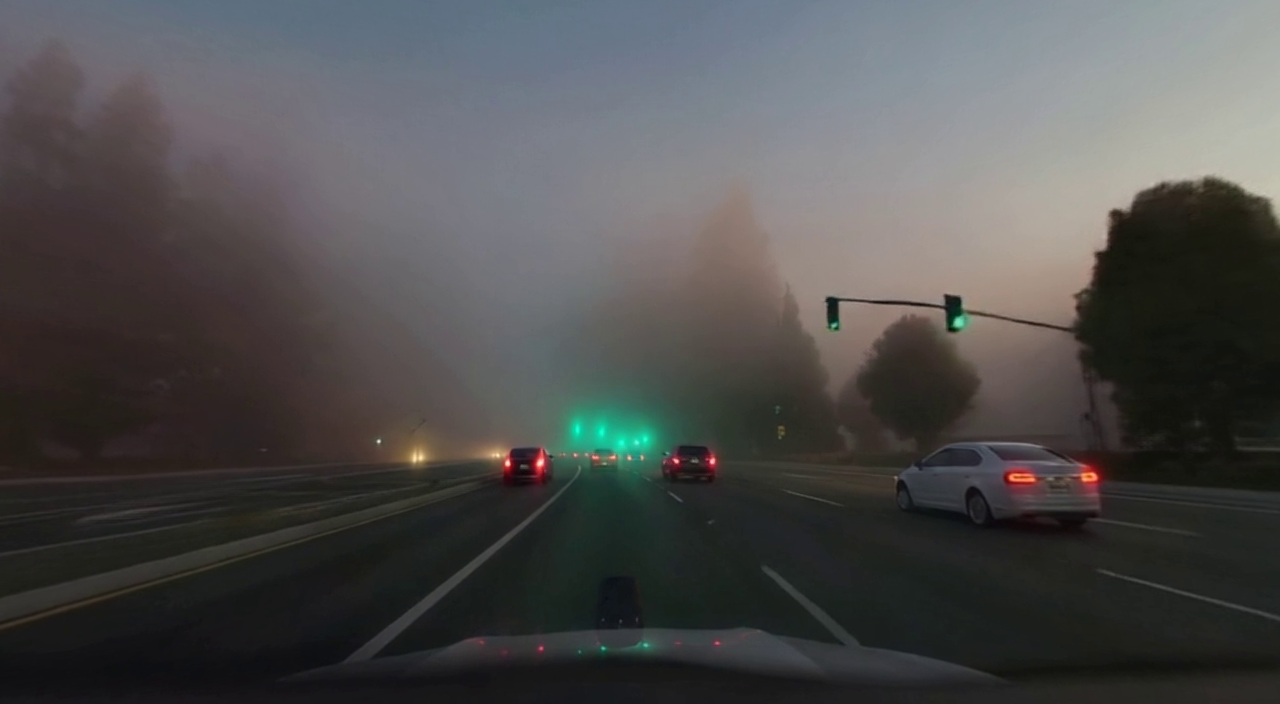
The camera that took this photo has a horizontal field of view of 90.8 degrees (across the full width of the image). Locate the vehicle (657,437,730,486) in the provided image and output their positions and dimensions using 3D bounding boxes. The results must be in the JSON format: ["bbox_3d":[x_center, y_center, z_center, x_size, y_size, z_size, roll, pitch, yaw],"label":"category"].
[{"bbox_3d":[1.976,4.235,24.724,2.161,1.716,4.194,1,-8,-4],"label":"vehicle"}]

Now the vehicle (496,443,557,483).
[{"bbox_3d":[-5.025,4.964,28.567,2.172,1.671,4.175,0,-8,-3],"label":"vehicle"}]

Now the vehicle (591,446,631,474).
[{"bbox_3d":[-1.776,6.366,37.517,2.155,1.486,4.403,1,-8,-5],"label":"vehicle"}]

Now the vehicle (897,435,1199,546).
[{"bbox_3d":[6.172,2.114,10.364,1.945,1.408,4.288,0,-8,-3],"label":"vehicle"}]
